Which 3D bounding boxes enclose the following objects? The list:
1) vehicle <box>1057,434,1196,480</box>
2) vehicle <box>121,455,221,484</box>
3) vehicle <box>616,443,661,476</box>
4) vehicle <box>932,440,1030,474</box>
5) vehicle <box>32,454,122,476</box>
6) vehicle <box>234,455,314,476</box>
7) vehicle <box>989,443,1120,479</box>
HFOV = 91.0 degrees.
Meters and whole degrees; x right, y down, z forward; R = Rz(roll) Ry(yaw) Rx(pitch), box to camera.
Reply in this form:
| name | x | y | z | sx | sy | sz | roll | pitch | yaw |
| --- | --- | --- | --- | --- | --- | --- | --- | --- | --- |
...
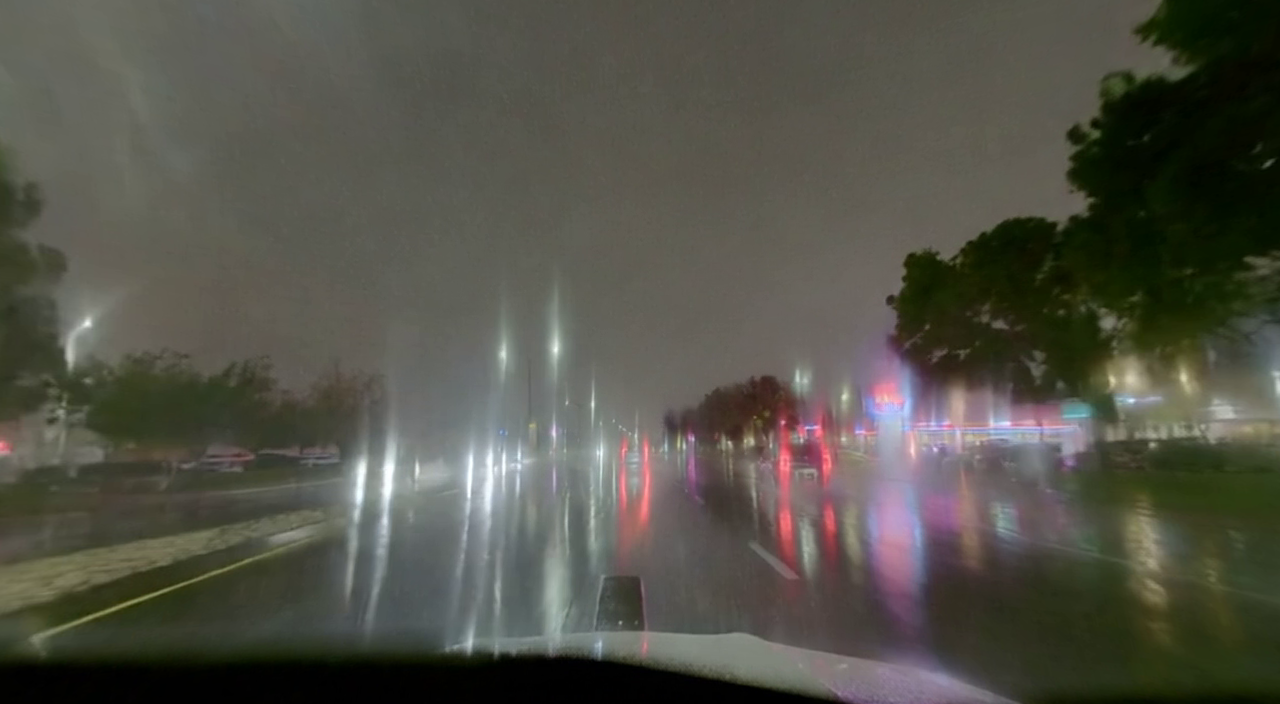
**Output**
| name | x | y | z | sx | sy | sz | roll | pitch | yaw |
| --- | --- | --- | --- | --- | --- | --- | --- | --- | --- |
| vehicle | 19.182 | 4.159 | 25.144 | 1.900 | 1.639 | 4.397 | 0 | -9 | -2 |
| vehicle | -27.177 | 6.805 | 36.568 | 4.355 | 1.504 | 1.874 | -2 | -9 | 1 |
| vehicle | -0.124 | 5.126 | 30.108 | 1.998 | 1.452 | 3.773 | 0 | -9 | -1 |
| vehicle | 16.226 | 5.006 | 30.258 | 1.949 | 1.458 | 4.865 | 0 | -9 | 0 |
| vehicle | -39.632 | 7.969 | 44.379 | 4.331 | 1.467 | 2.006 | 0 | -9 | -1 |
| vehicle | -26.924 | 8.332 | 46.430 | 4.660 | 1.446 | 1.870 | 0 | -9 | -3 |
| vehicle | 16.465 | 4.354 | 25.353 | 1.860 | 1.276 | 4.671 | 0 | -9 | -4 |
